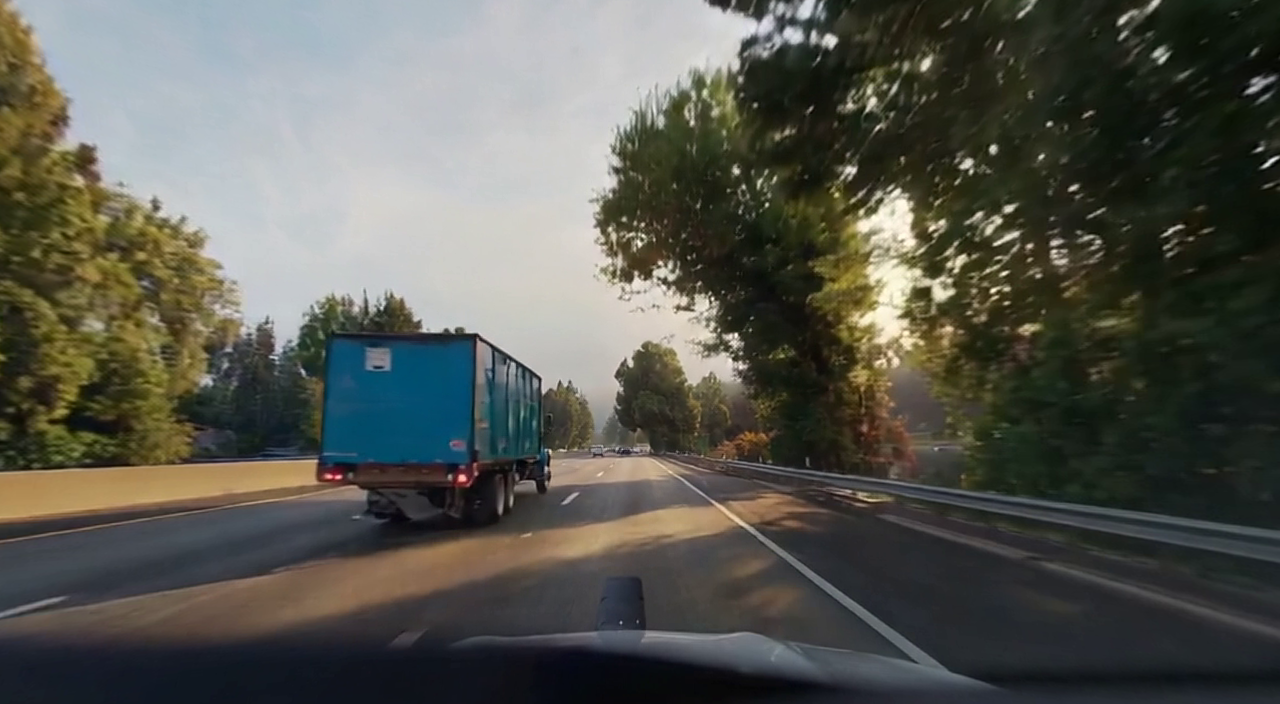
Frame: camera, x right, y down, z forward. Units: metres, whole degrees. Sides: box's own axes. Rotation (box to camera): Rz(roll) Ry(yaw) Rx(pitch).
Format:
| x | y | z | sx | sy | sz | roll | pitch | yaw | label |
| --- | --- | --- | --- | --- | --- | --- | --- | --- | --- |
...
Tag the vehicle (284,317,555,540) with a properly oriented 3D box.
| x | y | z | sx | sy | sz | roll | pitch | yaw | label |
| --- | --- | --- | --- | --- | --- | --- | --- | --- | --- |
| -3.800 | 1.715 | 13.513 | 2.874 | 3.309 | 8.208 | 0 | -9 | -1 | vehicle |
